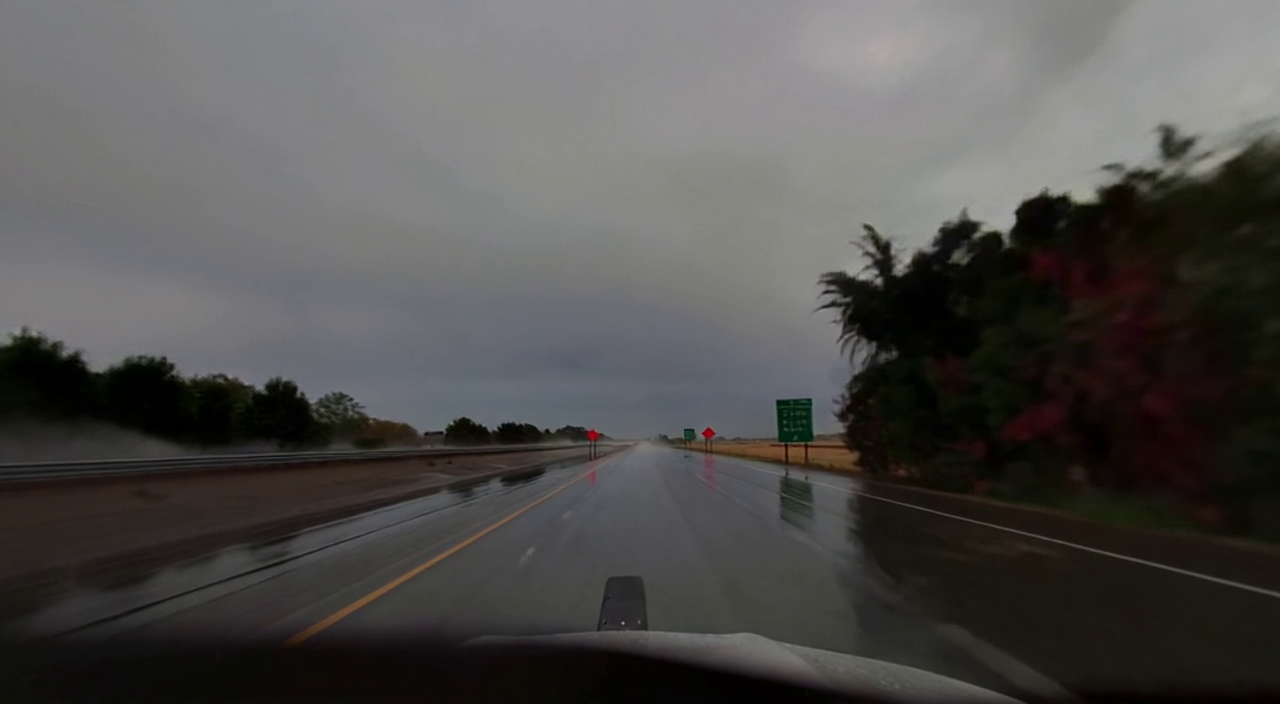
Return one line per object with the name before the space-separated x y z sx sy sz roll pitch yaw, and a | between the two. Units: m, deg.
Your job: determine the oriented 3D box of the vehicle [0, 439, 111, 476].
vehicle | -32.183 5.736 34.423 2.055 1.878 4.749 0 -8 1
